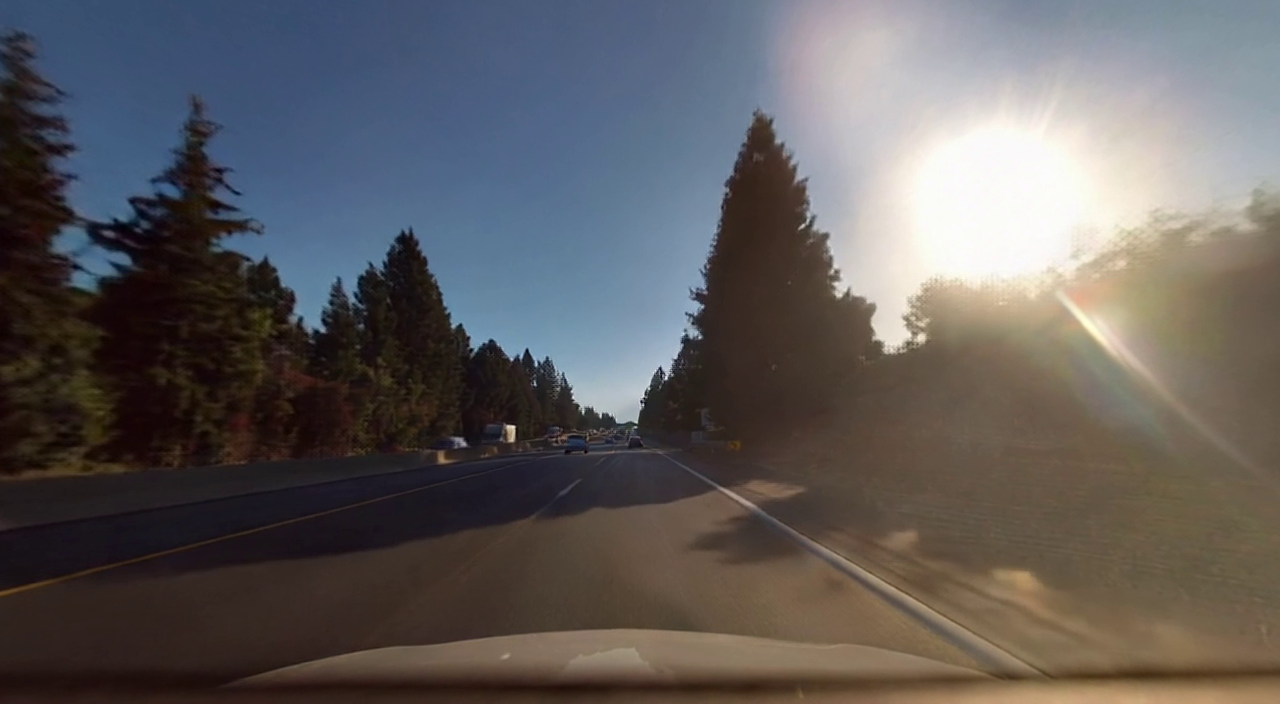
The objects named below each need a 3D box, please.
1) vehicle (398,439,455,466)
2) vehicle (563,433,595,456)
[{"bbox_3d":[-12.085,5.665,35.859,1.857,1.423,3.941,0,-8,0],"label":"vehicle"},{"bbox_3d":[-4.552,6.949,47.543,2.003,1.626,4.256,0,-8,0],"label":"vehicle"}]
